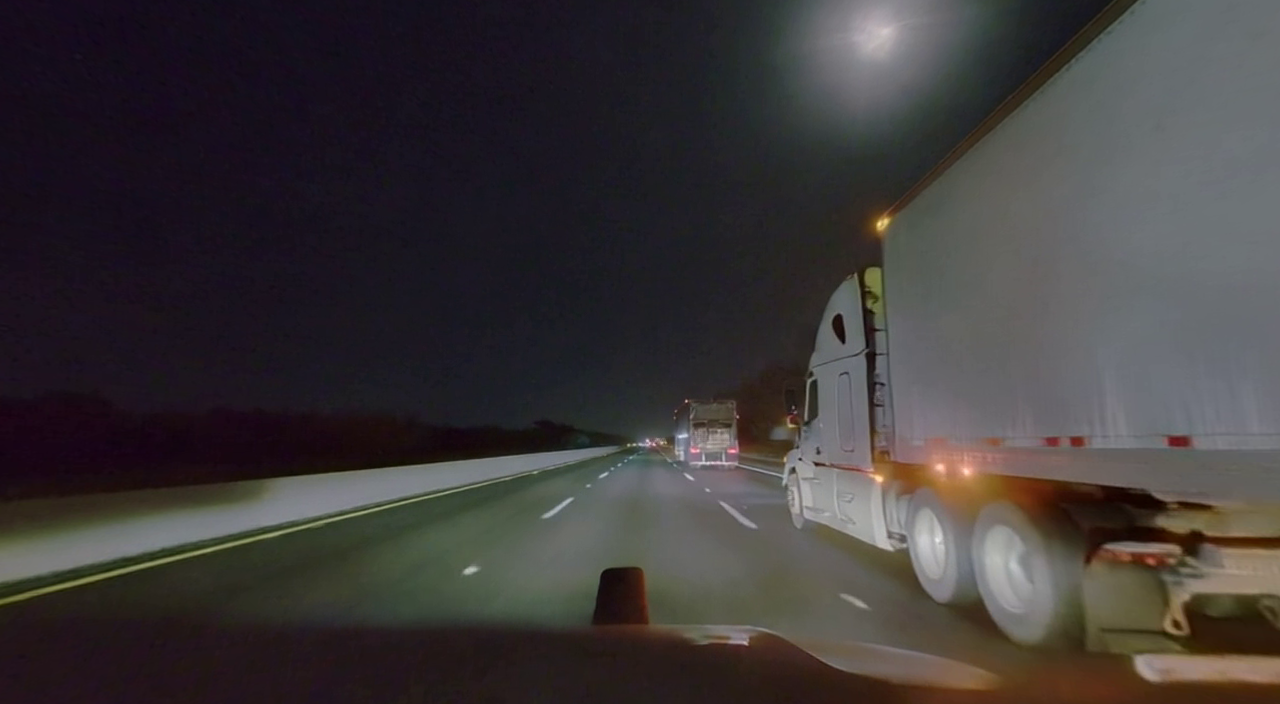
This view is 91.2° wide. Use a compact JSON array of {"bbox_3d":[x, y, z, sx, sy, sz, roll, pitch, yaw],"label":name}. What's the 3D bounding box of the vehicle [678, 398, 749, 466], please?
[{"bbox_3d":[4.808,5.843,44.656,3.485,3.975,14.489,0,-9,1],"label":"vehicle"}]
